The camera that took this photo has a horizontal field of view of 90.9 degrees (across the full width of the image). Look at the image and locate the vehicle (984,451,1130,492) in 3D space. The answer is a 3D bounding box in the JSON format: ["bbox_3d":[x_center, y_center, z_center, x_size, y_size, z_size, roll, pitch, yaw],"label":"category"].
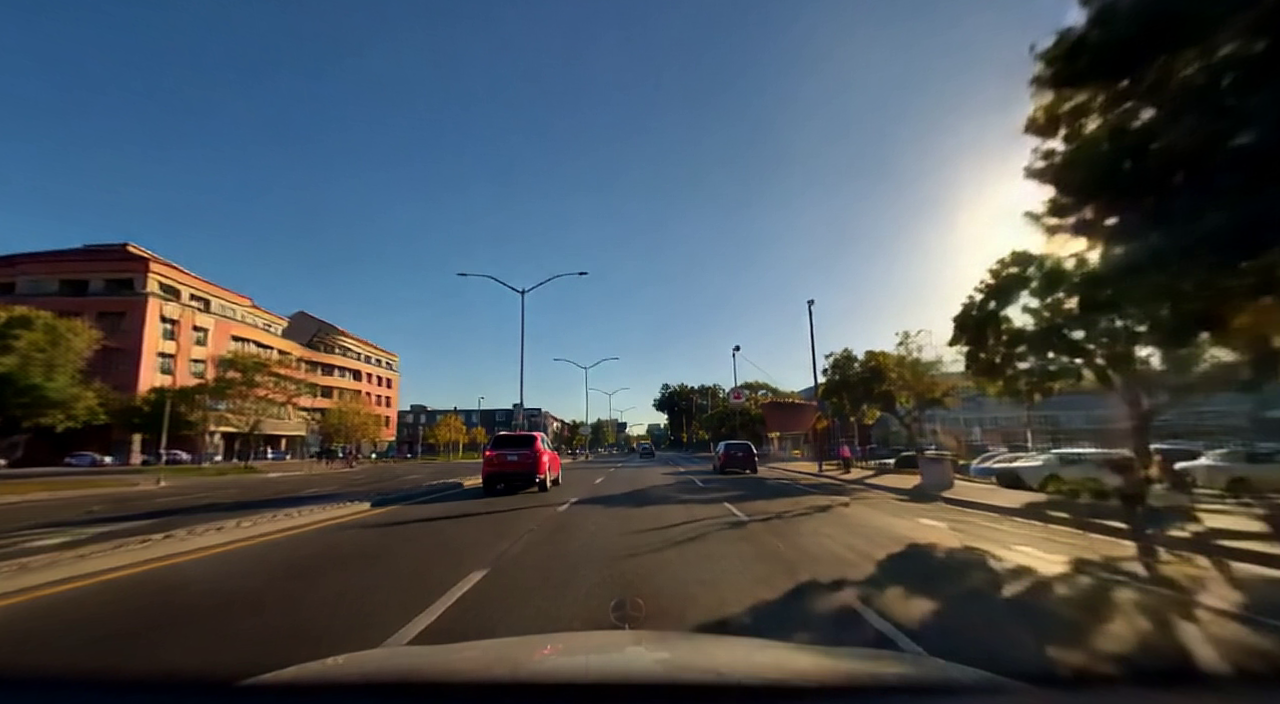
[{"bbox_3d":[16.680,4.780,25.387,4.479,1.445,1.946,-1,-8,-1],"label":"vehicle"}]

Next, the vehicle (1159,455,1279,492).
[{"bbox_3d":[28.844,6.006,31.313,4.338,1.704,1.920,-1,-8,1],"label":"vehicle"}]

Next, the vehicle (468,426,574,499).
[{"bbox_3d":[-3.191,3.066,17.933,2.047,1.810,4.414,0,-8,1],"label":"vehicle"}]

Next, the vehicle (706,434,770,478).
[{"bbox_3d":[4.296,4.632,28.388,2.083,1.779,4.347,0,-8,-1],"label":"vehicle"}]
